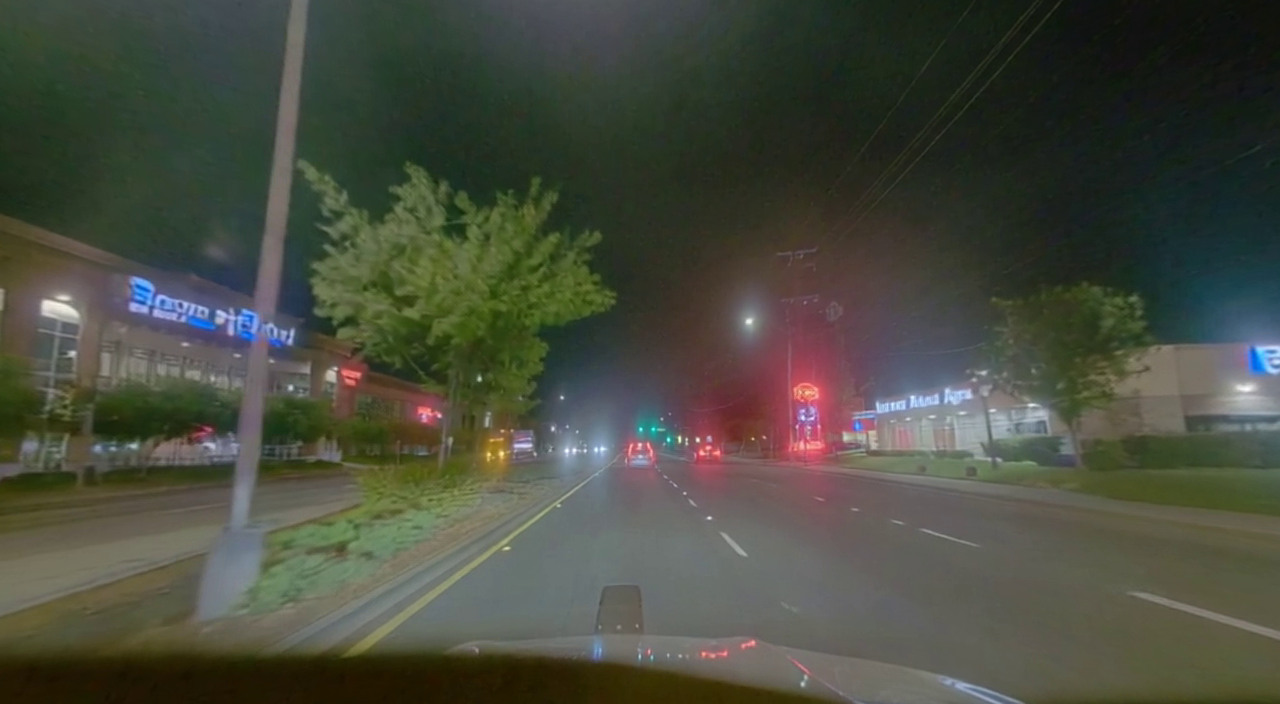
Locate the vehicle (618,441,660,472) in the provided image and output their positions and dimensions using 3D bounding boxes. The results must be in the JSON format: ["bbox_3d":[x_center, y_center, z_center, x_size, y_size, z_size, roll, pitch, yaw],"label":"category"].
[{"bbox_3d":[-0.051,5.537,33.748,2.072,1.545,4.578,0,-8,0],"label":"vehicle"}]
